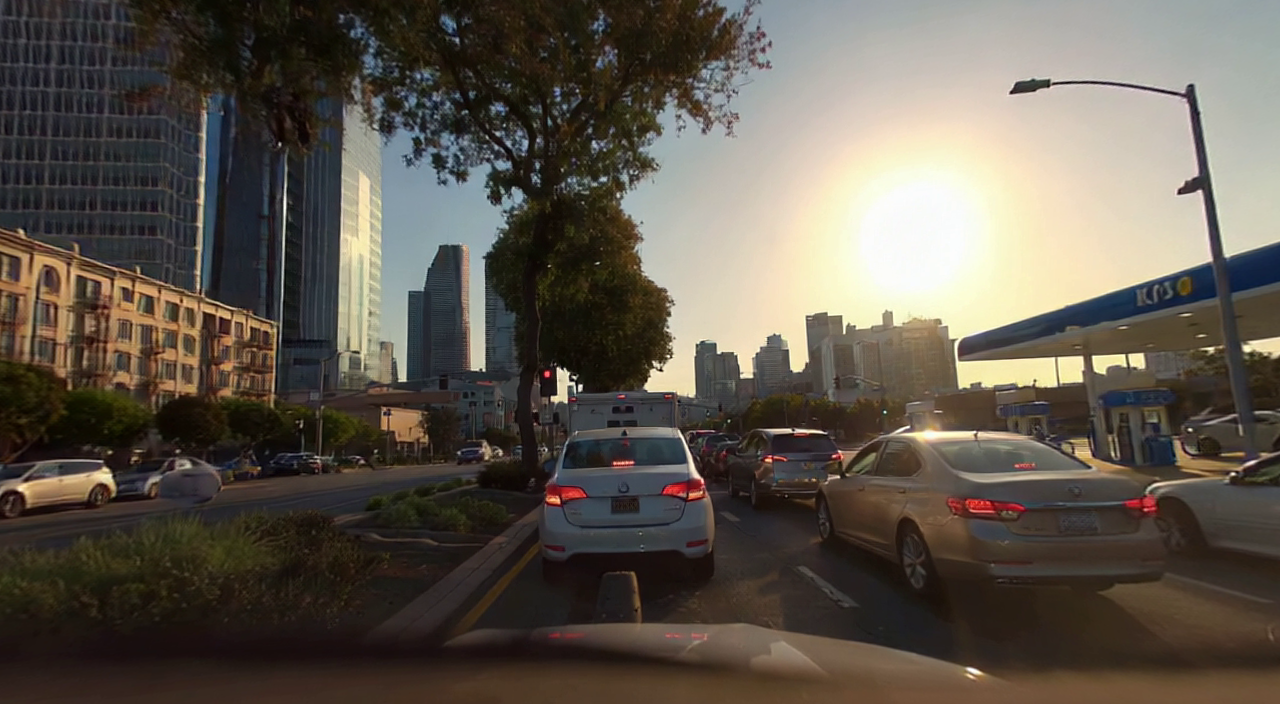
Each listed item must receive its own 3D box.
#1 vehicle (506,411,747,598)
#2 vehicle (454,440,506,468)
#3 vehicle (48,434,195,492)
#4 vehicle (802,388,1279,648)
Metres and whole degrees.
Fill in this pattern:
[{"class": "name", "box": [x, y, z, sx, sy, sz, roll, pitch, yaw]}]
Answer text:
[{"class": "vehicle", "box": [-0.155, 1.614, 7.464, 2.106, 1.613, 3.697, 0, -9, -1]}, {"class": "vehicle", "box": [-10.934, 7.007, 43.647, 2.190, 1.778, 5.033, -1, -9, 1]}, {"class": "vehicle", "box": [-26.960, 5.774, 33.293, 2.571, 2.711, 6.027, 0, -9, 0]}, {"class": "vehicle", "box": [3.361, 1.421, 6.472, 2.056, 1.700, 4.399, 0, -9, -2]}]
